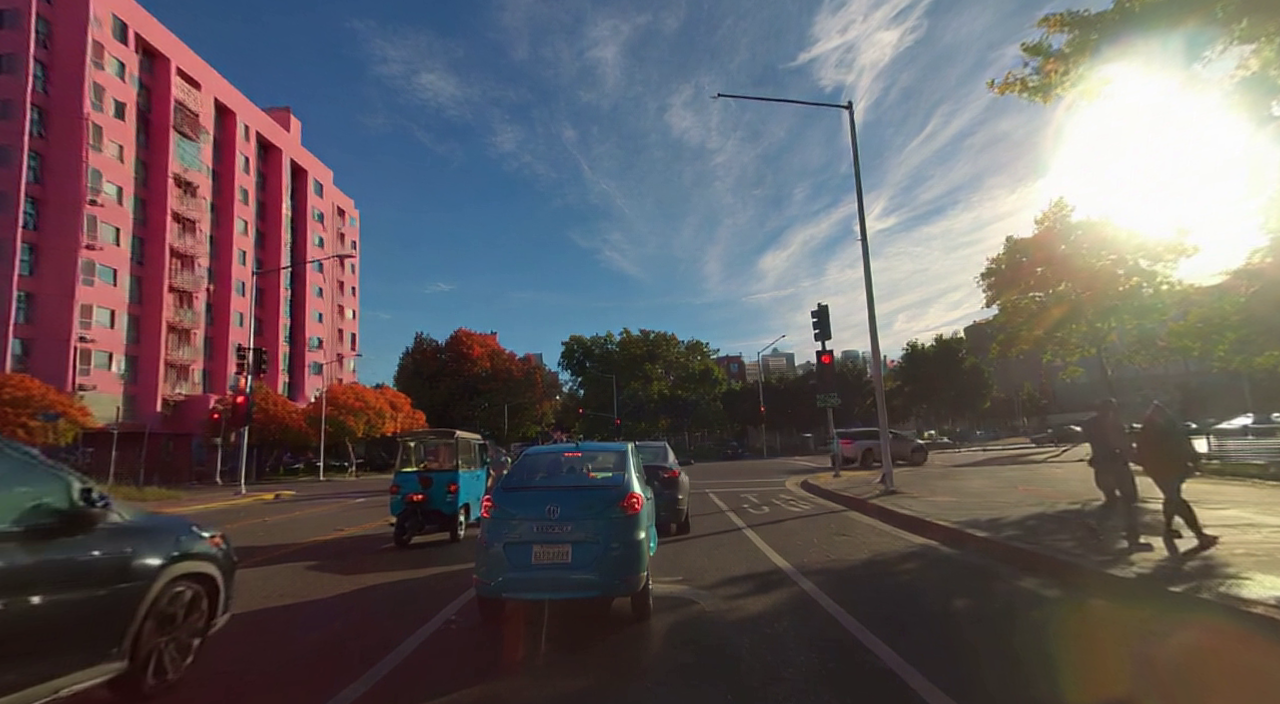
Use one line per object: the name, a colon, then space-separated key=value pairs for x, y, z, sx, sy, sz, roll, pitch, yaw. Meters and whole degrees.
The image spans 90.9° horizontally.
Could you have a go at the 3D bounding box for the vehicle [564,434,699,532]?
vehicle: x=-0.097 y=2.294 z=11.606 sx=2.025 sy=1.458 sz=4.085 roll=-1 pitch=-9 yaw=1

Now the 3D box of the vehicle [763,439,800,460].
vehicle: x=10.231 y=7.086 z=45.997 sx=1.862 sy=1.456 sz=4.661 roll=-1 pitch=-9 yaw=3

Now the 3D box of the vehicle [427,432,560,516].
vehicle: x=-3.125 y=2.705 z=14.420 sx=1.935 sy=1.615 sz=4.073 roll=-1 pitch=-9 yaw=2

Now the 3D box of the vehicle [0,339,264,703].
vehicle: x=-3.621 y=0.755 z=1.841 sx=2.000 sy=1.809 sz=4.855 roll=0 pitch=-9 yaw=0

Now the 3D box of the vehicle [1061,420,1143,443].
vehicle: x=30.817 y=5.339 z=42.123 sx=1.751 sy=1.420 sz=4.027 roll=8 pitch=-12 yaw=-43

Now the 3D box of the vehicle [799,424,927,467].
vehicle: x=10.111 y=4.292 z=28.896 sx=5.226 sy=1.840 sz=2.016 roll=-3 pitch=-9 yaw=18
